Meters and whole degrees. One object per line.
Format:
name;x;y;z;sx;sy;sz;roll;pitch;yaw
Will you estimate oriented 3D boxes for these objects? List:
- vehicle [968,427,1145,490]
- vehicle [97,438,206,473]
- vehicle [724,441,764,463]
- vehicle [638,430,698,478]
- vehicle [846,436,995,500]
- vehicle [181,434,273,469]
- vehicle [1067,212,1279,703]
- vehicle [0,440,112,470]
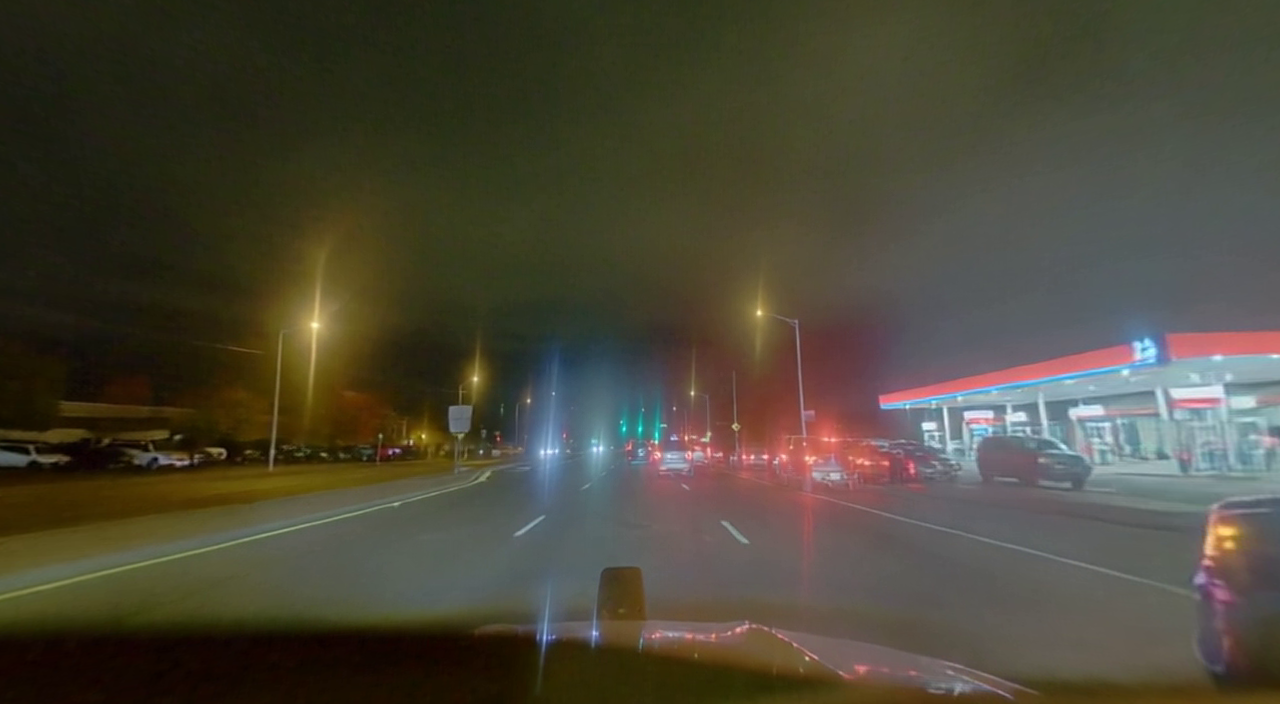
vehicle;12.680;3.276;19.615;2.019;1.711;4.862;1;-9;-3
vehicle;-26.246;5.576;33.957;1.922;1.755;4.511;-1;-9;6
vehicle;7.418;7.152;45.134;2.055;1.508;4.782;0;-8;0
vehicle;1.141;4.352;26.987;2.317;1.857;5.150;0;-8;1
vehicle;7.334;3.063;17.053;1.818;1.459;4.806;0;-9;0
vehicle;-25.733;6.216;39.392;2.086;1.967;5.297;0;-9;1
vehicle;2.997;0.346;0.285;2.246;1.963;4.777;0;-8;1
vehicle;-31.600;5.545;34.073;1.920;1.446;4.448;-2;-8;2
